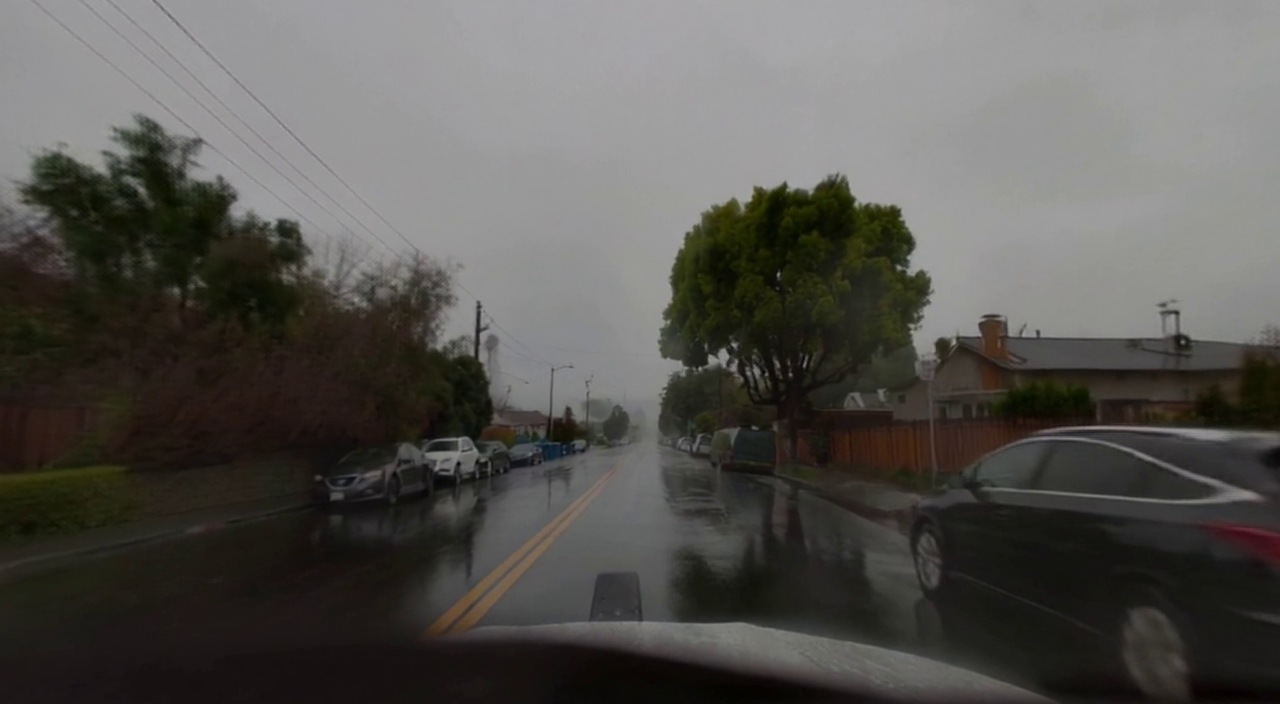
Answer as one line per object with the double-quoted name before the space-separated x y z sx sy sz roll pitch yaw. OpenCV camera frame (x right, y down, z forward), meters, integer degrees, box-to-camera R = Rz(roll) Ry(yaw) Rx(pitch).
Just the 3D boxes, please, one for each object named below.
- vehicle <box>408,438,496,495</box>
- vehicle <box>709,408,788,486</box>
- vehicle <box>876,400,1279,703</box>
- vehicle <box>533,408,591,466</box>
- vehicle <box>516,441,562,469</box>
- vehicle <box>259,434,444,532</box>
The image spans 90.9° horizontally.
"vehicle" -5.856 3.538 19.956 1.758 1.519 3.396 -3 -8 0
"vehicle" 3.837 3.451 23.158 2.215 2.542 4.550 -1 -8 2
"vehicle" 3.219 1.133 3.845 1.916 1.484 4.638 -1 -8 2
"vehicle" -5.270 5.944 44.058 2.896 3.648 8.004 -1 -8 1
"vehicle" -5.600 5.723 35.267 1.921 1.470 4.068 0 -8 -1
"vehicle" -5.972 2.684 13.775 1.901 1.472 4.676 -3 -5 0
